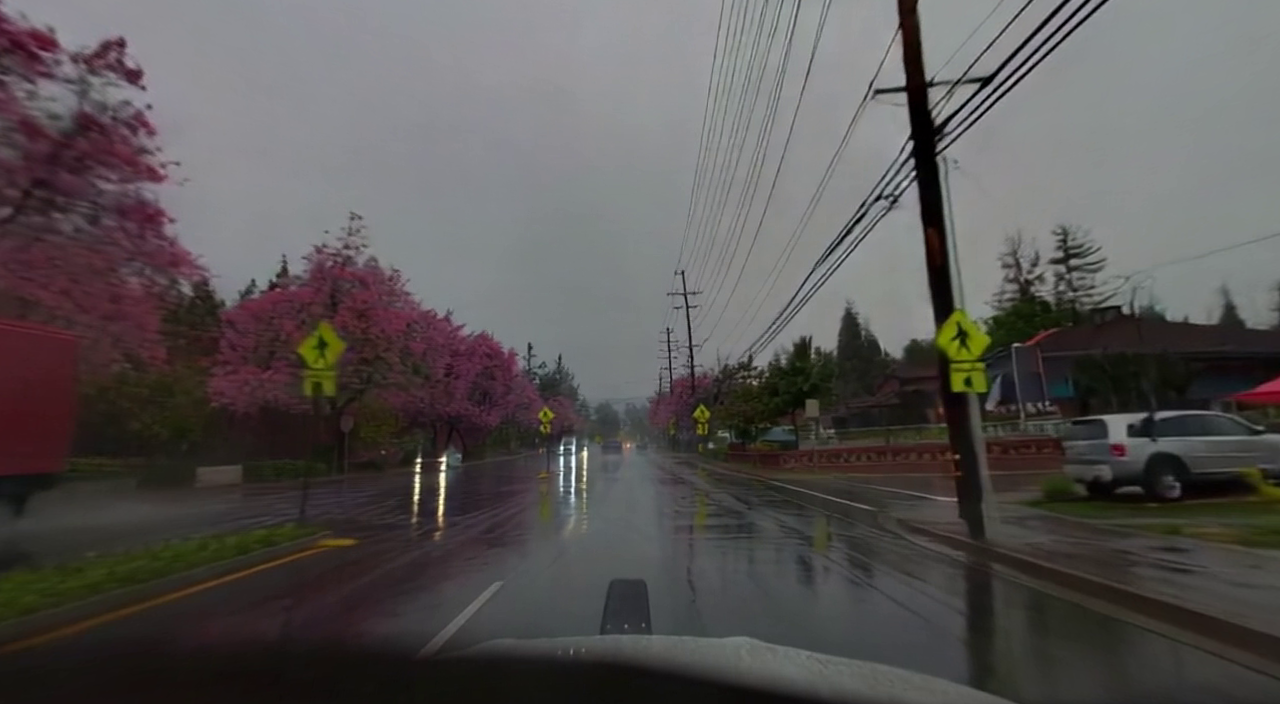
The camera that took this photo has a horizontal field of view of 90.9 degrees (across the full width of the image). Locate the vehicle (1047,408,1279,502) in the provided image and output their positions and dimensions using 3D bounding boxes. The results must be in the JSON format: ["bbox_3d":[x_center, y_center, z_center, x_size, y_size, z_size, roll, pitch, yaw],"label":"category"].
[{"bbox_3d":[12.369,2.229,13.891,5.666,1.815,2.137,2,-9,-12],"label":"vehicle"}]

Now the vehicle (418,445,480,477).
[{"bbox_3d":[-10.638,6.061,35.471,1.993,1.661,4.756,0,-9,0],"label":"vehicle"}]
